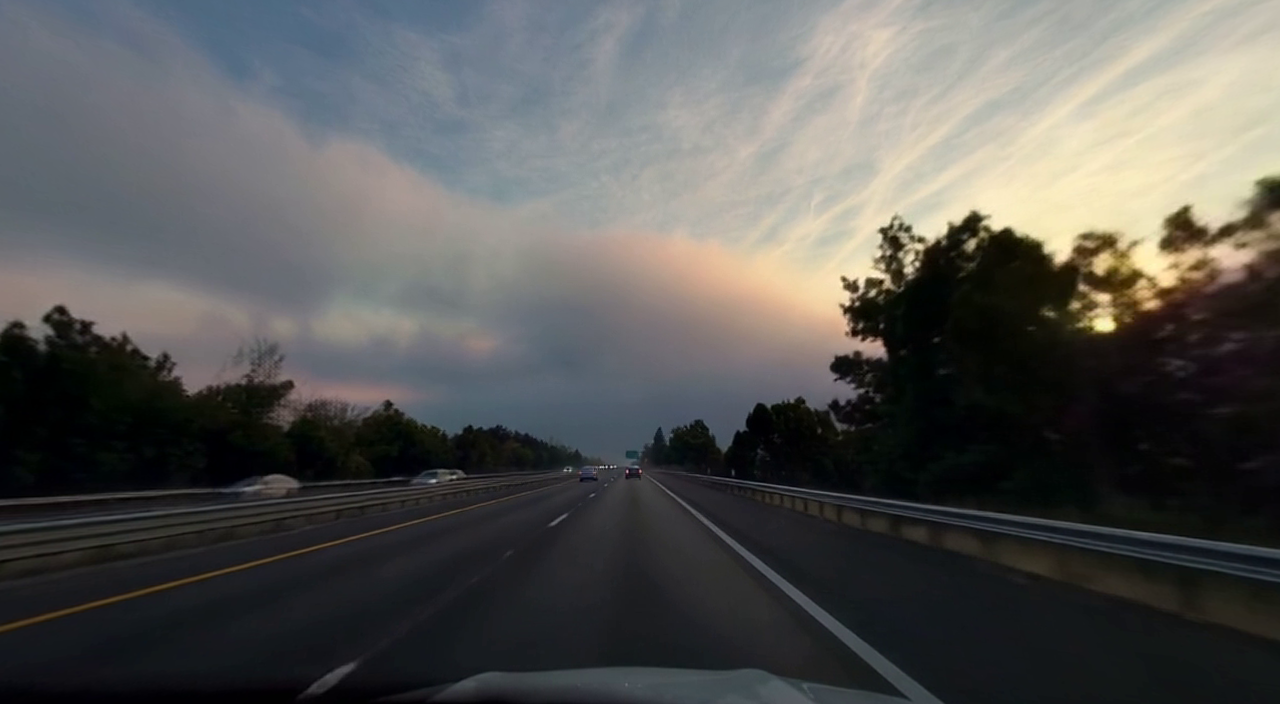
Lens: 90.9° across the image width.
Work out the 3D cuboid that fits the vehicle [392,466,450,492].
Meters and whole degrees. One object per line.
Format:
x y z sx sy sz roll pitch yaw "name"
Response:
-13.126 7.615 38.021 1.882 1.445 4.296 1 -11 1 "vehicle"
